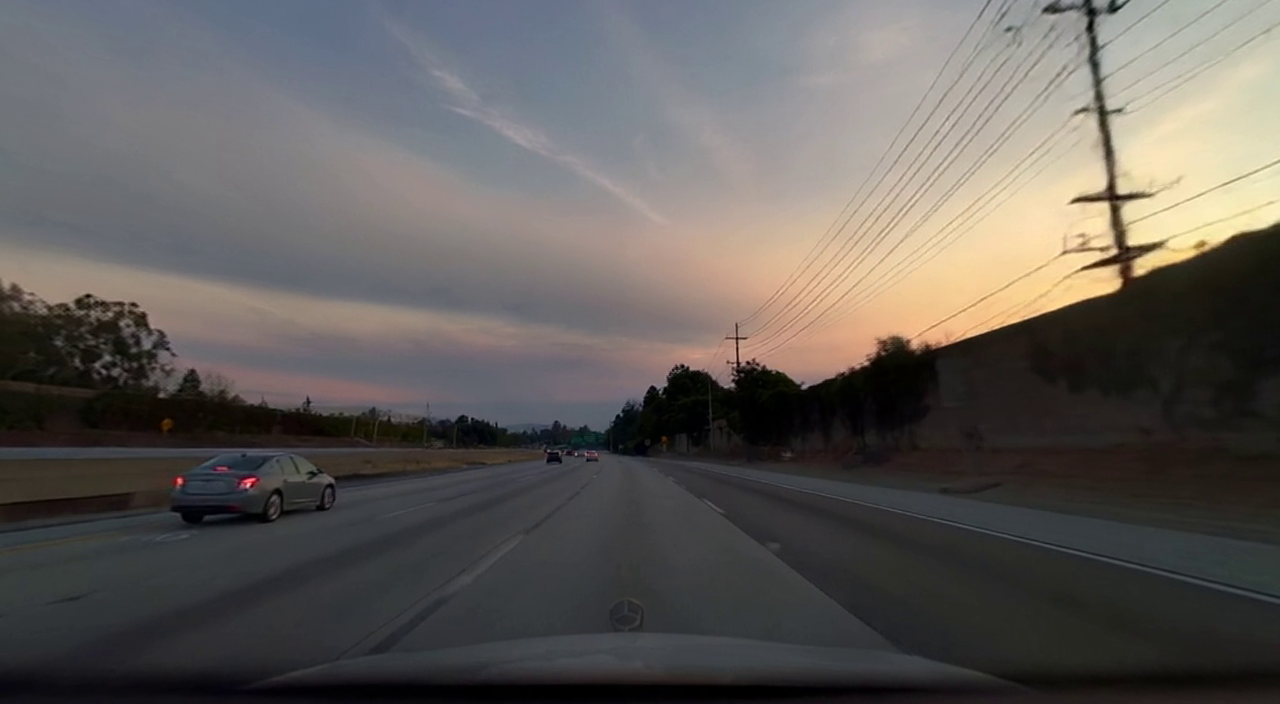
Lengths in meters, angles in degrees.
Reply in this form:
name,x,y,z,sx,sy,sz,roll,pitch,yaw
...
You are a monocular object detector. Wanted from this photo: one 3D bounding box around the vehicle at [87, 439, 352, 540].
name,x,y,z,sx,sy,sz,roll,pitch,yaw
vehicle,-7.421,2.432,11.799,1.999,1.527,4.238,0,-9,0
